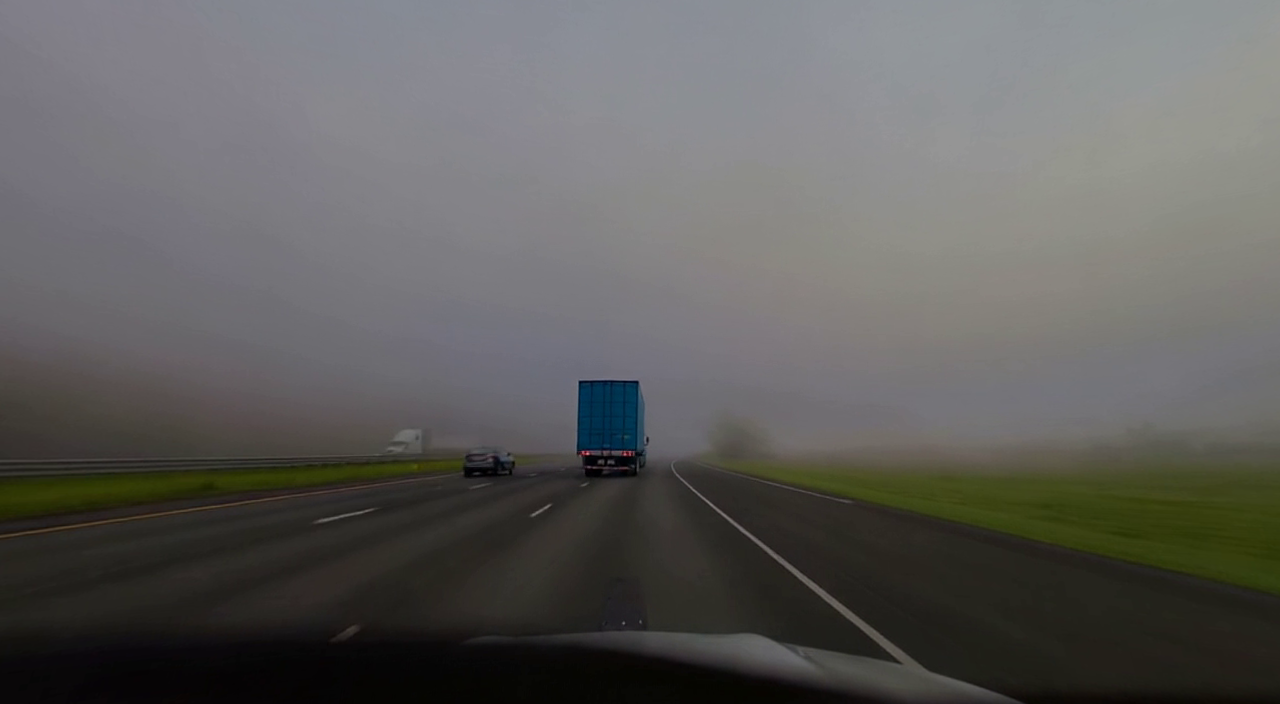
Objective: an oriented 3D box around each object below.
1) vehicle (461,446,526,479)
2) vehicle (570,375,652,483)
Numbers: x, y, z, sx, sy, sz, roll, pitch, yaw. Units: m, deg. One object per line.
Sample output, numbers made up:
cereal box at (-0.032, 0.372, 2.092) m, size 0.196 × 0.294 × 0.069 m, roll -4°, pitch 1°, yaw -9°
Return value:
vehicle at (-6.799, 5.166, 29.718) m, size 1.967 × 1.420 × 4.473 m, roll 0°, pitch -9°, yaw 1°
vehicle at (-0.970, 4.016, 31.375) m, size 2.851 × 4.098 × 14.436 m, roll 0°, pitch -9°, yaw 2°
